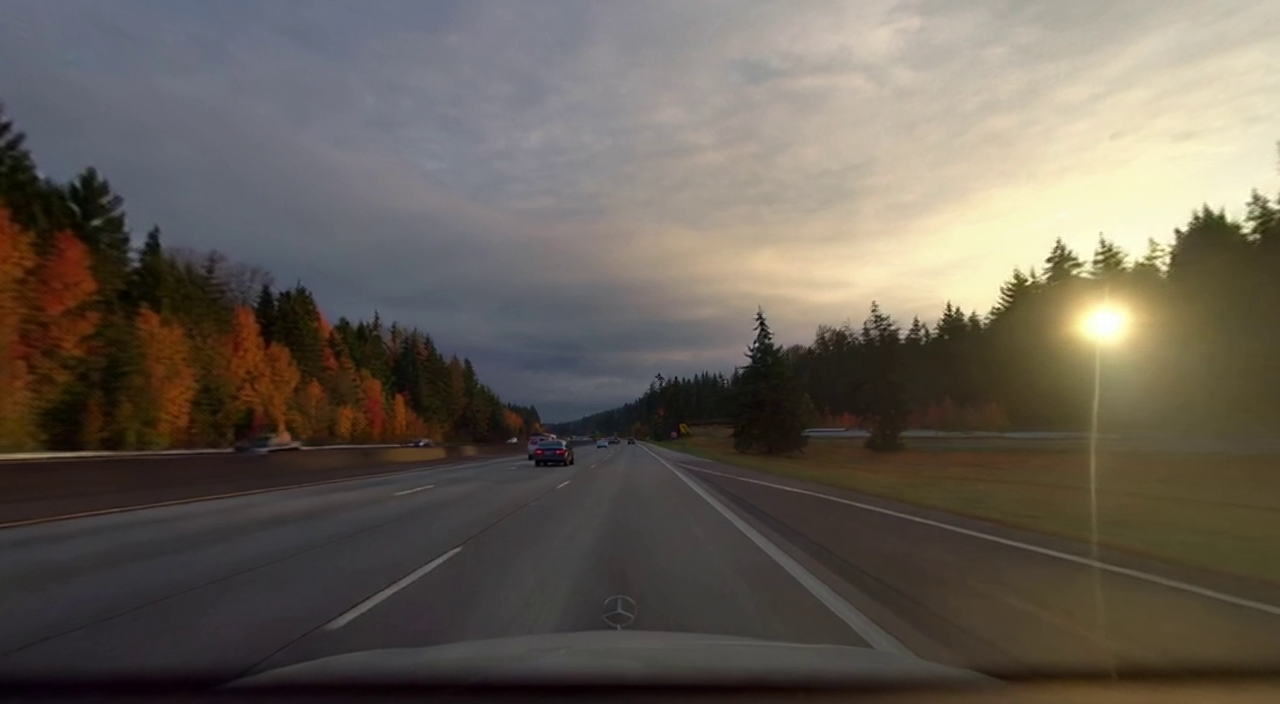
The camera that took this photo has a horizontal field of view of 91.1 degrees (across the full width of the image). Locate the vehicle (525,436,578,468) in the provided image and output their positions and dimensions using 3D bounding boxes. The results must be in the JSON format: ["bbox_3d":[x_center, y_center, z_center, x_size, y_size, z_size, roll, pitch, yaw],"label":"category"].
[{"bbox_3d":[-4.403,5.052,31.980,2.004,1.497,4.260,0,-8,1],"label":"vehicle"}]

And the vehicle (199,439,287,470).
[{"bbox_3d":[-21.074,5.411,33.607,1.840,1.499,4.295,0,-8,1],"label":"vehicle"}]
